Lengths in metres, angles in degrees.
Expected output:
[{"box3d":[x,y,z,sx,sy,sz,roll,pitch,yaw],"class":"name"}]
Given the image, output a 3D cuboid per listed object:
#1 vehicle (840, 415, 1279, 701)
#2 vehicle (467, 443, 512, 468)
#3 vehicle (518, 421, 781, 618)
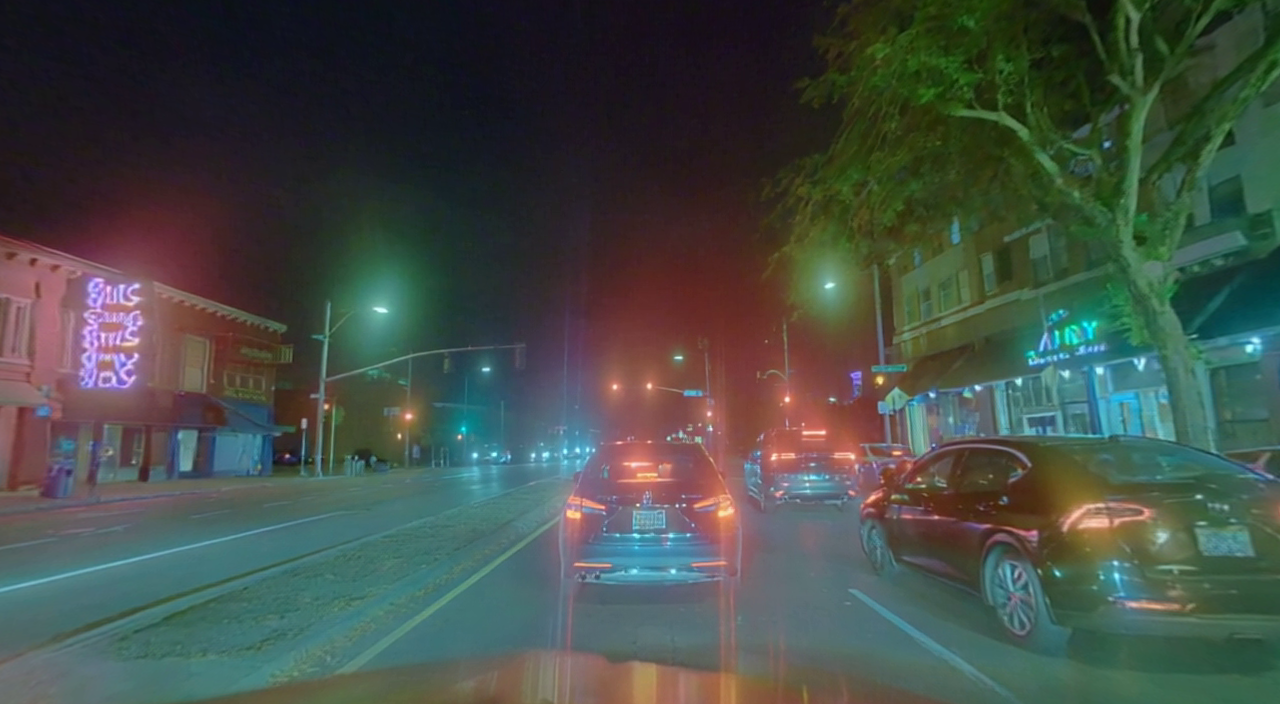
[{"box3d":[3.396,1.395,5.467,1.988,1.480,4.195,0,-9,1],"class":"vehicle"},{"box3d":[-11.086,7.675,46.924,2.042,1.749,4.629,-1,-9,2],"class":"vehicle"},{"box3d":[0.060,1.557,6.691,2.006,1.487,3.535,0,-9,0],"class":"vehicle"}]
